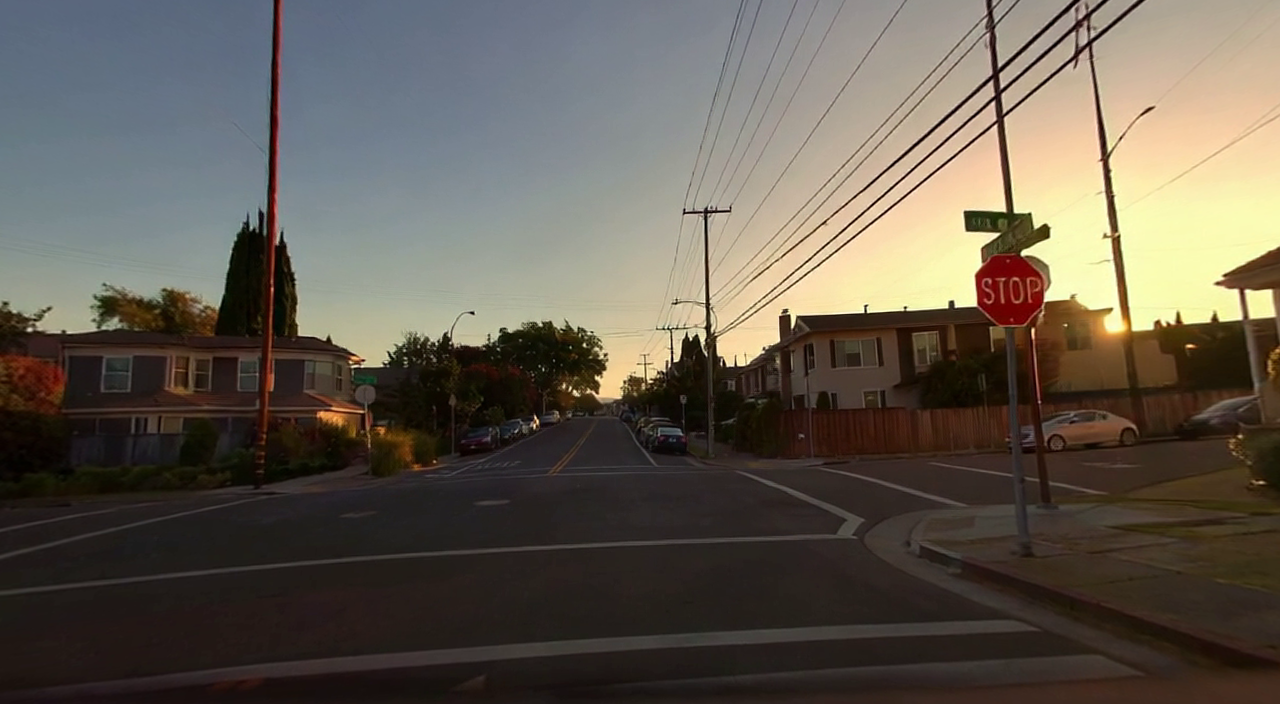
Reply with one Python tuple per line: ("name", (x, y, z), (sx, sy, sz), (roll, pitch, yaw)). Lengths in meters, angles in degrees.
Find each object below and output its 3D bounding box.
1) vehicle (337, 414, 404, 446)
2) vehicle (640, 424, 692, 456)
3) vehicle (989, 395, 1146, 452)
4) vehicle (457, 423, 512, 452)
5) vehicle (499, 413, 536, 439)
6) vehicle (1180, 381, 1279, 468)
("vehicle", (-14.845, 4.397, 35.122), (1.992, 1.678, 4.658), (0, -8, -5))
("vehicle", (1.249, 4.522, 32.339), (2.120, 1.487, 4.360), (1, -8, -5))
("vehicle", (16.812, 2.854, 24.927), (4.985, 2.088, 2.141), (2, -9, -13))
("vehicle", (-8.838, 4.945, 36.396), (2.065, 1.553, 4.636), (0, -8, -1))
("vehicle", (-9.366, 5.736, 48.630), (2.104, 1.898, 4.396), (0, -8, -3))
("vehicle", (15.441, 1.709, 14.647), (4.389, 1.818, 2.062), (2, -9, -13))
